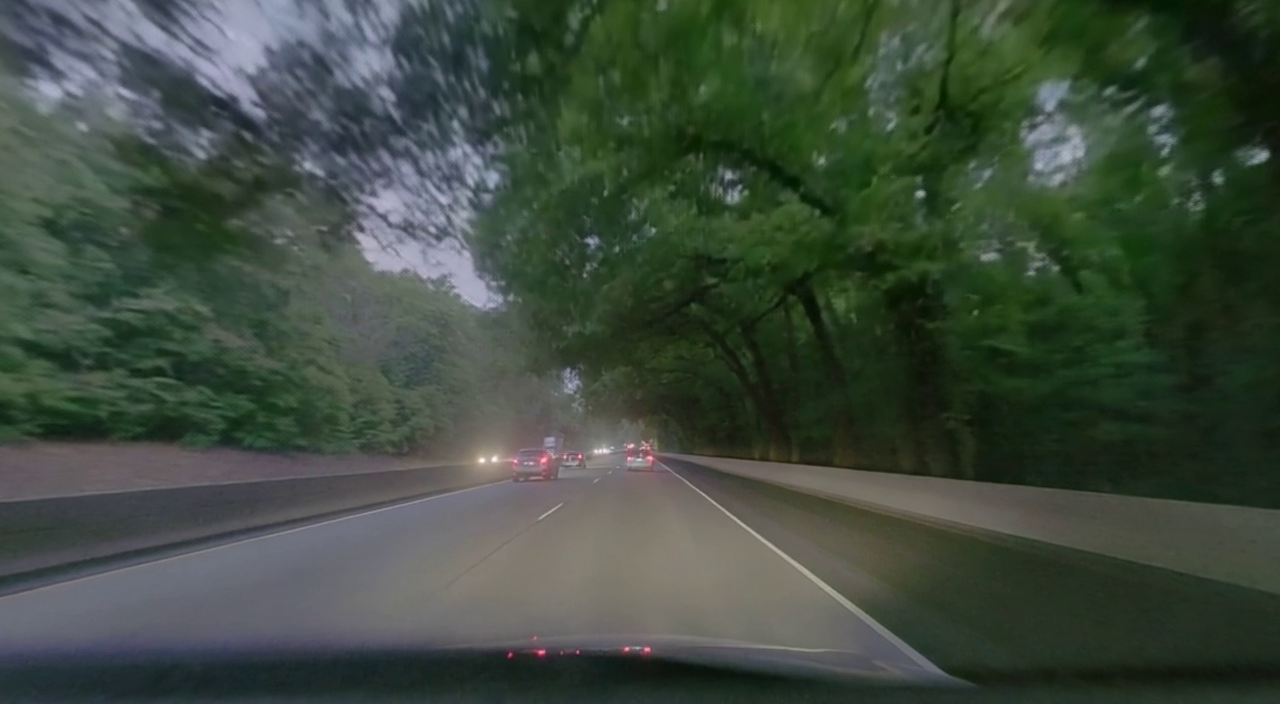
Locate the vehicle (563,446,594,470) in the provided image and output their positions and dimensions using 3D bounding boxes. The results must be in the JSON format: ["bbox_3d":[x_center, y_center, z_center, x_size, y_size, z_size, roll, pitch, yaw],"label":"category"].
[{"bbox_3d":[-4.504,7.780,46.366,1.834,1.615,3.624,0,-9,1],"label":"vehicle"}]

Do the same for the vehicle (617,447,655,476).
[{"bbox_3d":[-0.216,6.095,35.283,2.001,1.490,3.914,0,-9,0],"label":"vehicle"}]

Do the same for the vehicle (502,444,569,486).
[{"bbox_3d":[-4.134,4.541,25.584,1.978,1.538,3.755,0,-9,1],"label":"vehicle"}]
